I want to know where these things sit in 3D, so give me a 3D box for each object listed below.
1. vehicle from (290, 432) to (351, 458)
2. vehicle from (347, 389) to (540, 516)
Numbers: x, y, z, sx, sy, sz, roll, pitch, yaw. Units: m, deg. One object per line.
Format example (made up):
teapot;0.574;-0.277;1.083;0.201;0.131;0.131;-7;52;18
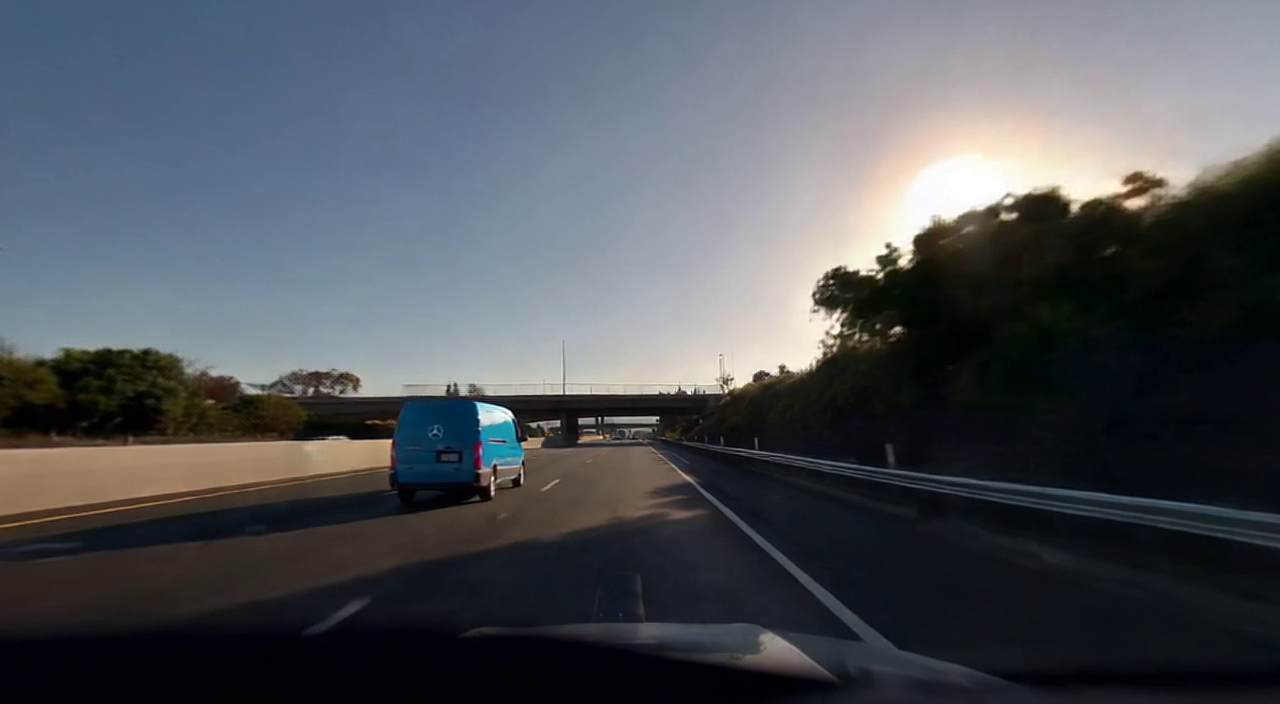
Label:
vehicle;-23.959;6.977;47.389;2.032;1.837;4.735;0;-8;1
vehicle;-3.605;1.971;12.768;2.309;2.053;4.884;0;-8;0
